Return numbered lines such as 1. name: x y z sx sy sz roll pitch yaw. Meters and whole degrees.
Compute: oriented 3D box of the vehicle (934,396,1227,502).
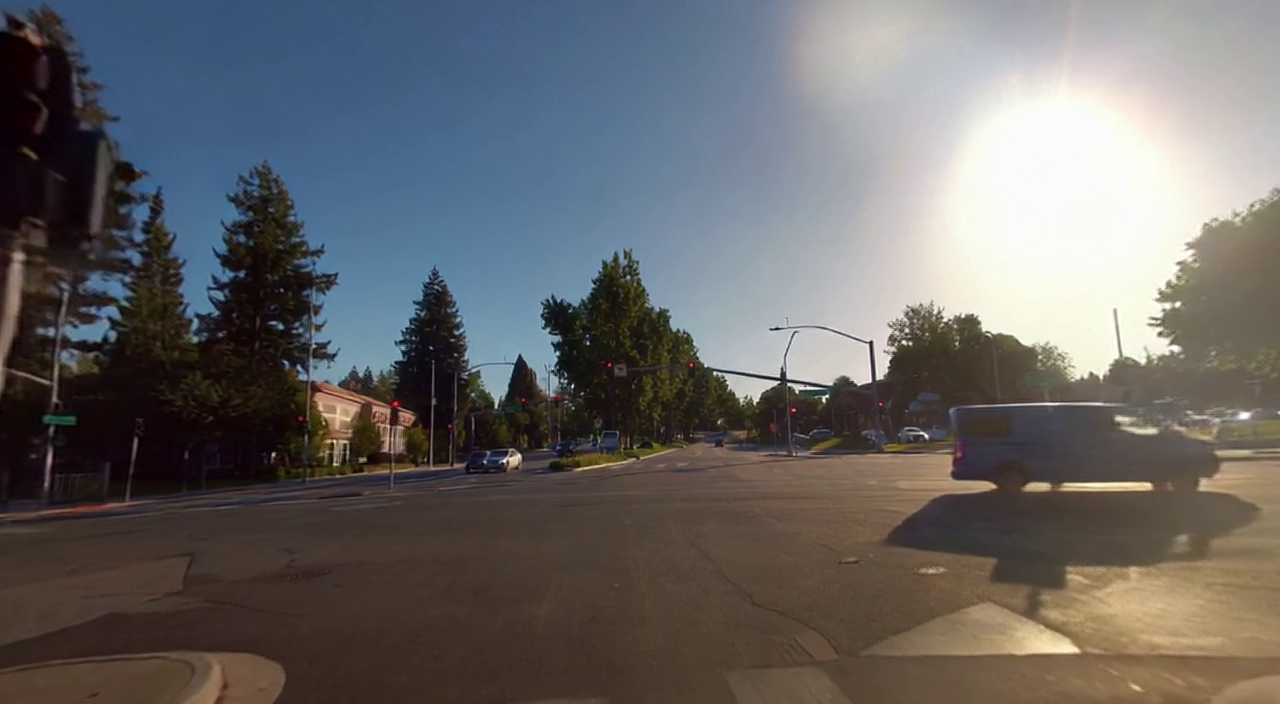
1. vehicle: 11.151 2.556 16.772 5.791 2.404 2.465 -3 -9 21
